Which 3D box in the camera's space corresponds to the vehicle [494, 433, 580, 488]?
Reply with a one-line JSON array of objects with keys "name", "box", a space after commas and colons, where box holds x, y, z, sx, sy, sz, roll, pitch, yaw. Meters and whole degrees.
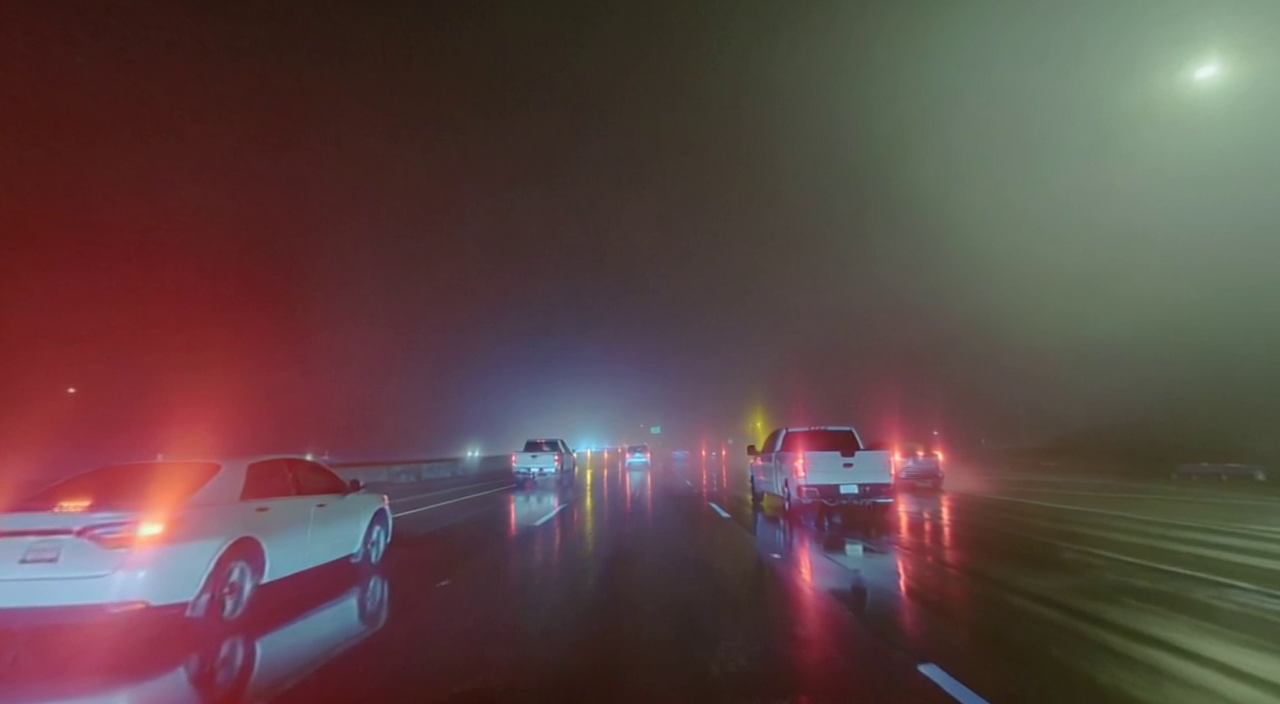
[{"name": "vehicle", "box": [-3.622, 3.939, 23.170, 2.176, 1.783, 4.799, 0, -9, 2]}]

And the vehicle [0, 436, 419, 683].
[{"name": "vehicle", "box": [-3.854, 1.542, 5.906, 1.947, 1.424, 4.264, 0, -9, 1]}]

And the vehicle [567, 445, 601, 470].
[{"name": "vehicle", "box": [-3.591, 6.848, 41.118, 1.907, 1.484, 3.954, 0, -9, 0]}]

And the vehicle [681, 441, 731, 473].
[{"name": "vehicle", "box": [3.546, 5.731, 34.655, 2.145, 1.636, 4.437, 1, -9, -1]}]

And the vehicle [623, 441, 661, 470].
[{"name": "vehicle", "box": [0.091, 6.215, 37.972, 2.147, 1.572, 4.094, 0, -9, 0]}]

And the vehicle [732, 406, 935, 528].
[{"name": "vehicle", "box": [3.523, 2.265, 12.931, 2.340, 1.925, 5.529, 0, -9, -1]}]
